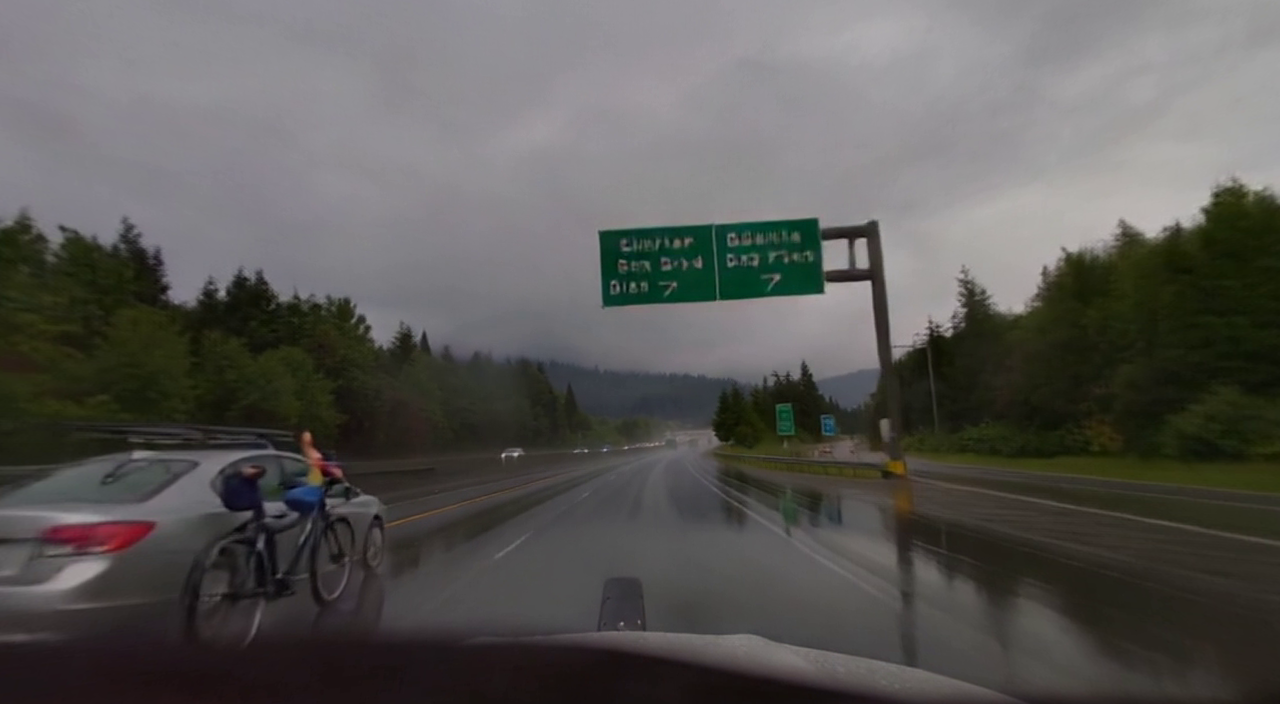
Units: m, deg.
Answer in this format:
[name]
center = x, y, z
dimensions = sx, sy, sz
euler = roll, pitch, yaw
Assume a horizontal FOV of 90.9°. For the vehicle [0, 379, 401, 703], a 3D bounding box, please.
[vehicle]
center = -3.469, 1.161, 4.100
dimensions = 2.108, 1.557, 4.344
euler = 0, -9, 0
